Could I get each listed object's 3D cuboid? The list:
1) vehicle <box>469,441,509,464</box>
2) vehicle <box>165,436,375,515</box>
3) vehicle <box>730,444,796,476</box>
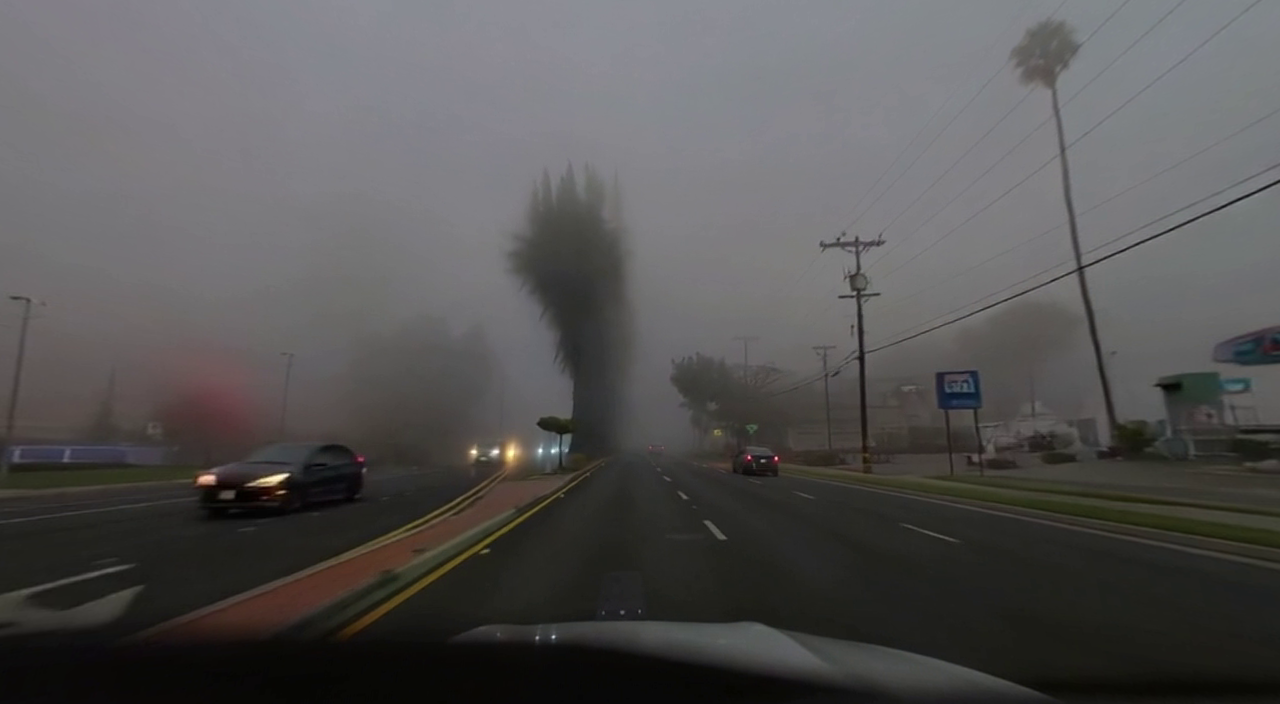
[{"bbox_3d":[-11.800,7.913,49.759,2.007,1.707,4.522,0,-8,0],"label":"vehicle"},{"bbox_3d":[-7.964,2.681,14.261,1.946,1.471,4.587,0,-8,0],"label":"vehicle"},{"bbox_3d":[5.918,5.253,31.042,2.261,1.479,4.403,0,-8,-2],"label":"vehicle"}]
